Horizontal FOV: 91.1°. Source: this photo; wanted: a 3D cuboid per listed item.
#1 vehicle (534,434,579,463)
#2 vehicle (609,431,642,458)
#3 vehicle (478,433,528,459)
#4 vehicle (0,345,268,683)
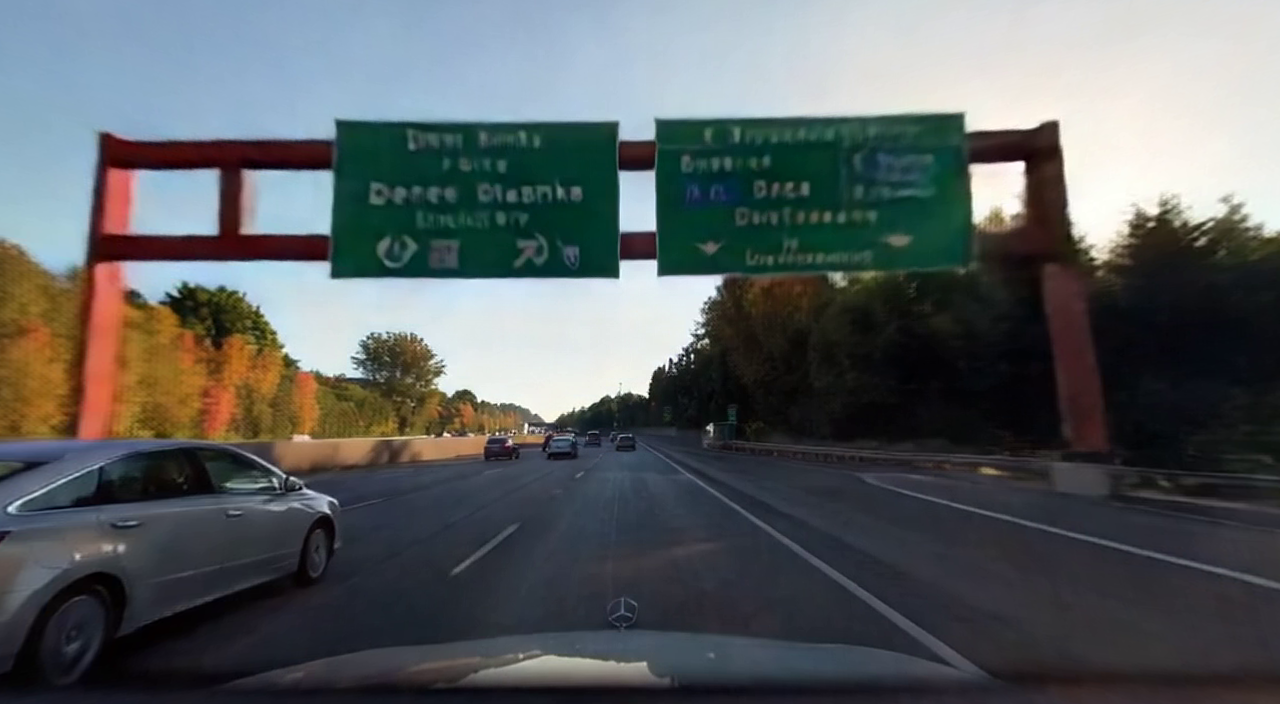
[{"bbox_3d":[-4.464,5.194,34.183,1.909,1.445,4.087,0,-8,-1],"label":"vehicle"},{"bbox_3d":[-0.913,5.850,39.842,2.002,1.611,3.778,0,-8,-1],"label":"vehicle"},{"bbox_3d":[-8.388,5.793,38.953,1.953,1.524,4.863,0,-8,0],"label":"vehicle"},{"bbox_3d":[-4.473,0.919,3.667,1.971,1.822,4.366,0,-8,-1],"label":"vehicle"}]
